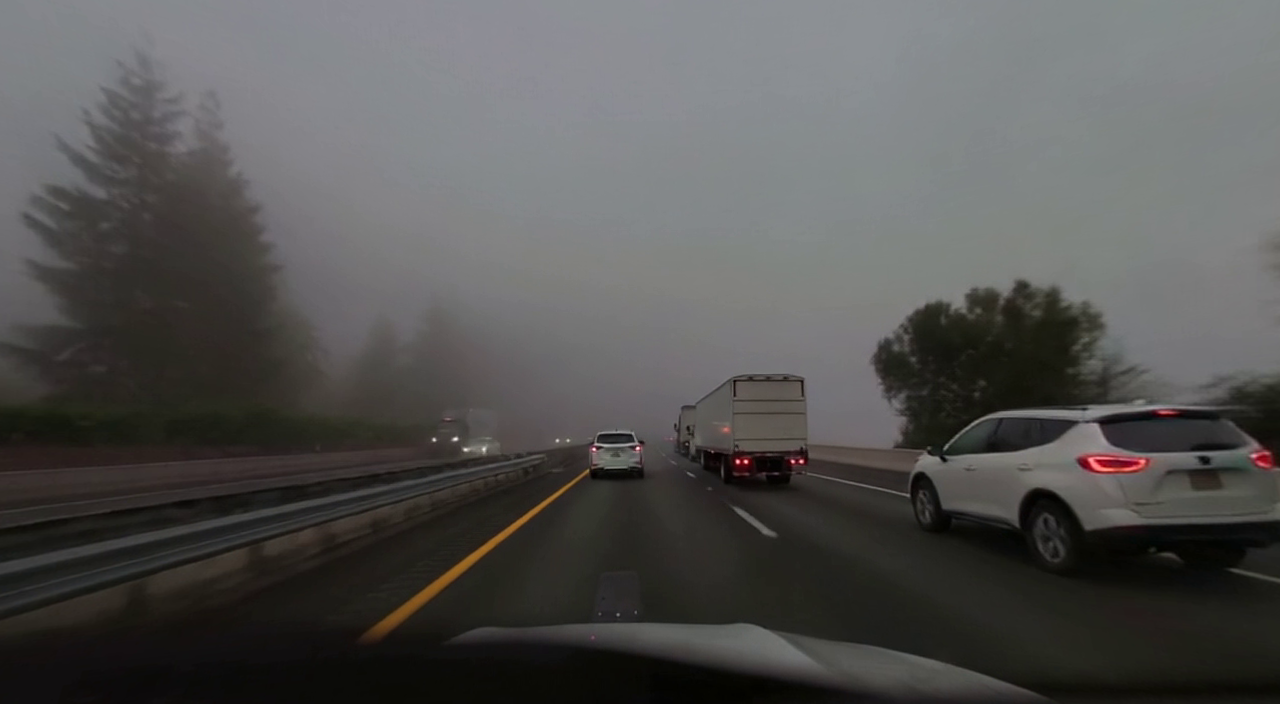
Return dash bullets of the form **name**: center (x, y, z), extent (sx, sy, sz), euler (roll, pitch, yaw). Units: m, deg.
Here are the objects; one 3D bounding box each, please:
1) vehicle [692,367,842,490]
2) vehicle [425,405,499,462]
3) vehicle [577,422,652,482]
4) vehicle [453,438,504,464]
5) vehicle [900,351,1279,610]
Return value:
- **vehicle**: center (3.477, 2.423, 19.813), extent (2.723, 3.027, 8.478), euler (0, -8, -1)
- **vehicle**: center (-13.801, 6.465, 49.942), extent (2.904, 3.961, 10.187), euler (0, -8, 0)
- **vehicle**: center (-0.713, 3.058, 19.645), extent (2.082, 1.638, 4.055), euler (0, -8, 0)
- **vehicle**: center (-9.695, 5.957, 38.248), extent (1.848, 1.489, 4.624), euler (0, -8, 1)
- **vehicle**: center (4.647, 1.196, 6.672), extent (2.011, 1.905, 3.905), euler (0, -8, -1)
